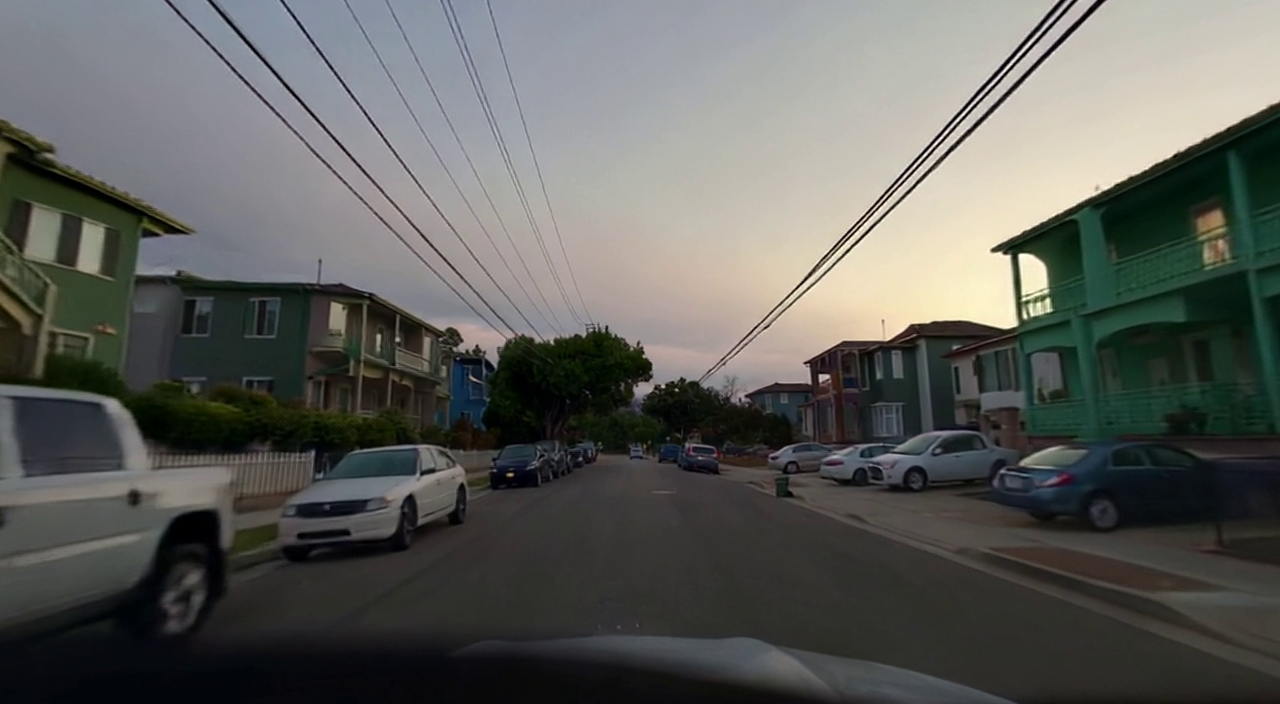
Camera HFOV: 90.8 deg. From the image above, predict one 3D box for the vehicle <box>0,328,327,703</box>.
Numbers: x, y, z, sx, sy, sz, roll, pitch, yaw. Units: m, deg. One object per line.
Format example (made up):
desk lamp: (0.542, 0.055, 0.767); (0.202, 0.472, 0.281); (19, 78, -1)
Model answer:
vehicle: (-4.024, 0.915, 3.434); (2.057, 1.887, 5.053); (0, -9, 0)

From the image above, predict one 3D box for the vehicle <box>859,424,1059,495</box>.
vehicle: (8.745, 2.962, 17.592); (4.512, 1.841, 1.912); (0, -9, -3)

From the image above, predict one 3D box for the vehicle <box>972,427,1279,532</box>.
vehicle: (8.224, 2.007, 10.300); (4.594, 1.512, 1.824); (0, -8, -2)

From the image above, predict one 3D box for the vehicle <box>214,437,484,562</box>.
vehicle: (-4.044, 2.108, 9.898); (1.925, 1.463, 4.700); (0, -8, 1)

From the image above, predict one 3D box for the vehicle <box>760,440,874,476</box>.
vehicle: (7.719, 4.664, 27.928); (4.480, 1.497, 1.884); (0, -8, 1)

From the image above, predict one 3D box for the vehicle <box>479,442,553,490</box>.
vehicle: (-4.232, 3.945, 22.217); (1.745, 1.490, 4.304); (0, -9, 0)

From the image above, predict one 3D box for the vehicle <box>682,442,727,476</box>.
vehicle: (3.233, 5.417, 32.271); (1.916, 1.587, 3.986); (0, -9, 0)
